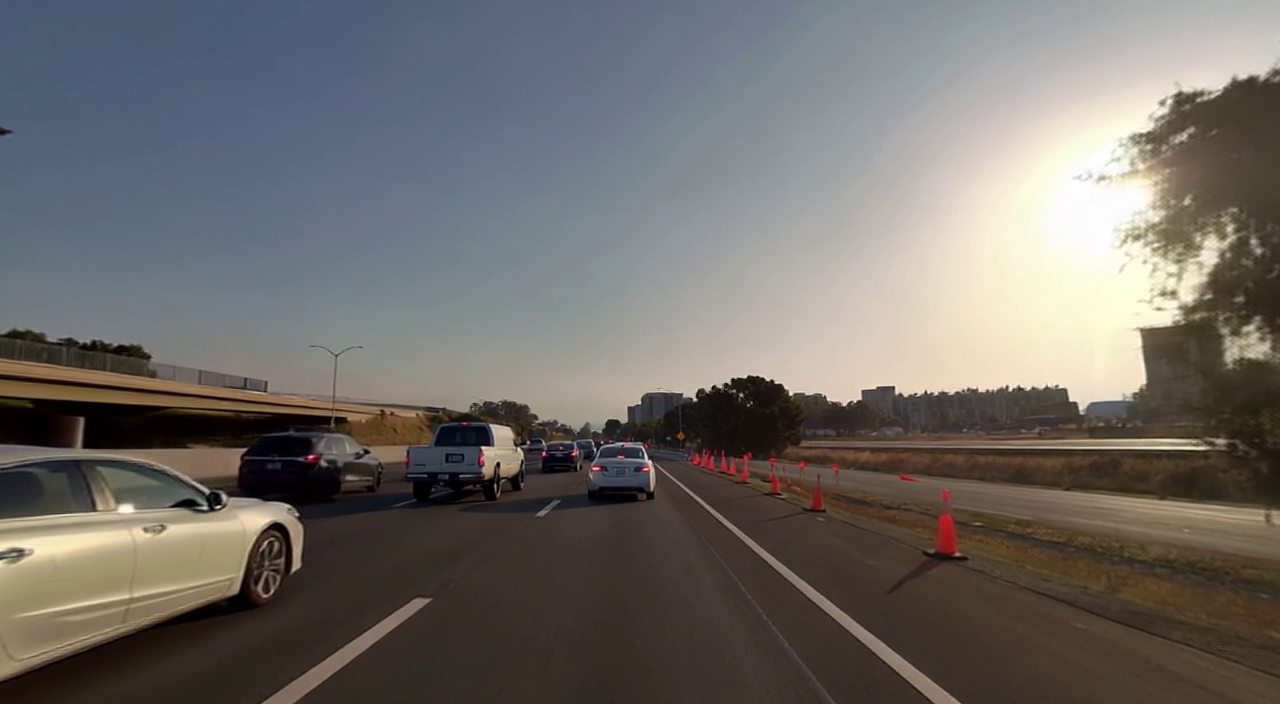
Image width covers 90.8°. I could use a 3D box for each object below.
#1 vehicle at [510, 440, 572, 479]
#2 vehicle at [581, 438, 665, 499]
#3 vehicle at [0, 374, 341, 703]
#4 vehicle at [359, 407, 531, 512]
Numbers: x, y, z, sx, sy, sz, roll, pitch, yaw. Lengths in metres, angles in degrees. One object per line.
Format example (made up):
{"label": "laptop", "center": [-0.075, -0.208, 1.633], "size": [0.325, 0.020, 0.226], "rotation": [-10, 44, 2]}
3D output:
{"label": "vehicle", "center": [-3.972, 4.361, 25.925], "size": [1.824, 1.459, 4.007], "rotation": [0, -9, 1]}
{"label": "vehicle", "center": [-0.463, 3.153, 17.514], "size": [2.069, 1.484, 3.918], "rotation": [0, -9, -1]}
{"label": "vehicle", "center": [-3.898, 1.042, 3.734], "size": [2.041, 1.604, 4.384], "rotation": [0, -9, 1]}
{"label": "vehicle", "center": [-4.283, 2.518, 15.214], "size": [2.324, 2.012, 5.740], "rotation": [0, -9, 0]}
